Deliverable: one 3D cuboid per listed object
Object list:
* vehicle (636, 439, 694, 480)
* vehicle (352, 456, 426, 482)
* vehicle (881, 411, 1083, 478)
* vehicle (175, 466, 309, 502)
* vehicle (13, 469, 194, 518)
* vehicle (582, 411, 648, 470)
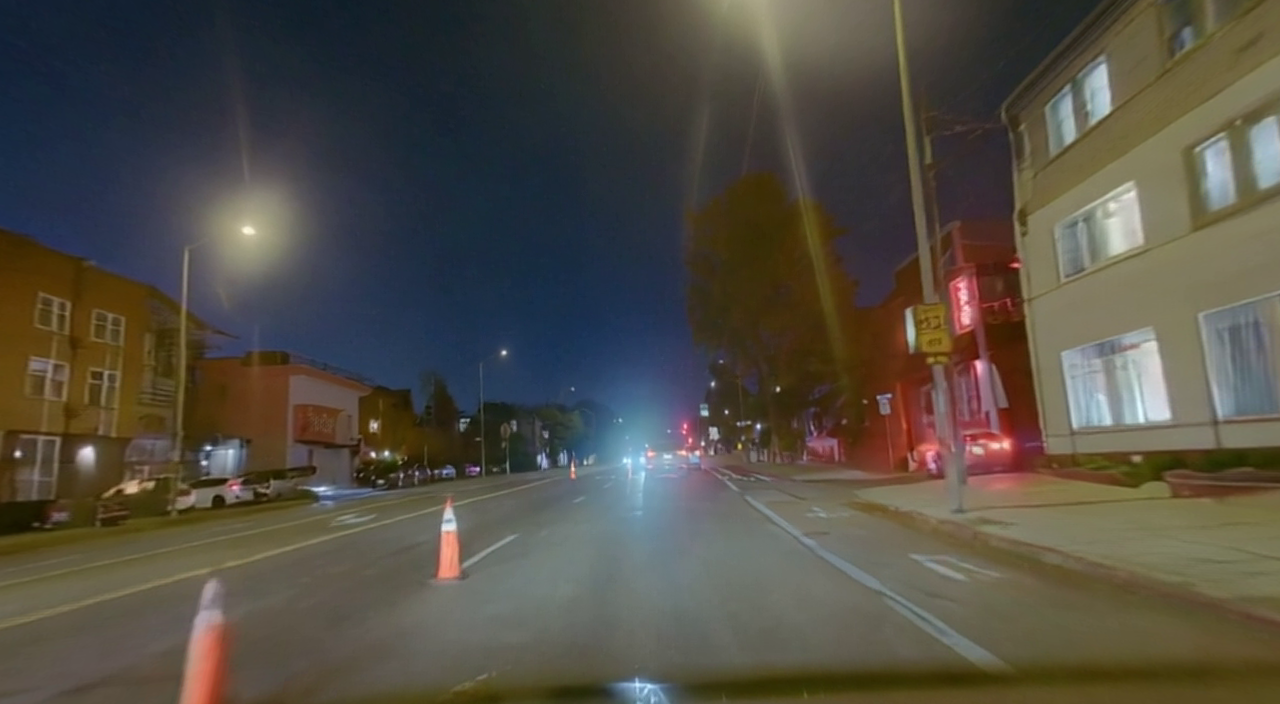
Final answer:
[{"bbox_3d":[1.004,4.362,25.948,2.159,1.506,4.086,0,-8,2],"label":"vehicle"},{"bbox_3d":[-17.777,8.261,44.773,4.397,1.698,1.932,-1,-8,7],"label":"vehicle"},{"bbox_3d":[10.342,2.842,19.463,4.859,1.914,2.333,0,-8,-1],"label":"vehicle"},{"bbox_3d":[-18.574,6.146,29.637,4.952,1.510,2.115,-1,-8,5],"label":"vehicle"},{"bbox_3d":[-19.526,5.152,23.178,4.696,1.513,2.243,-1,-8,3],"label":"vehicle"},{"bbox_3d":[-1.304,5.813,41.368,2.977,3.271,12.748,-1,-8,4],"label":"vehicle"}]
